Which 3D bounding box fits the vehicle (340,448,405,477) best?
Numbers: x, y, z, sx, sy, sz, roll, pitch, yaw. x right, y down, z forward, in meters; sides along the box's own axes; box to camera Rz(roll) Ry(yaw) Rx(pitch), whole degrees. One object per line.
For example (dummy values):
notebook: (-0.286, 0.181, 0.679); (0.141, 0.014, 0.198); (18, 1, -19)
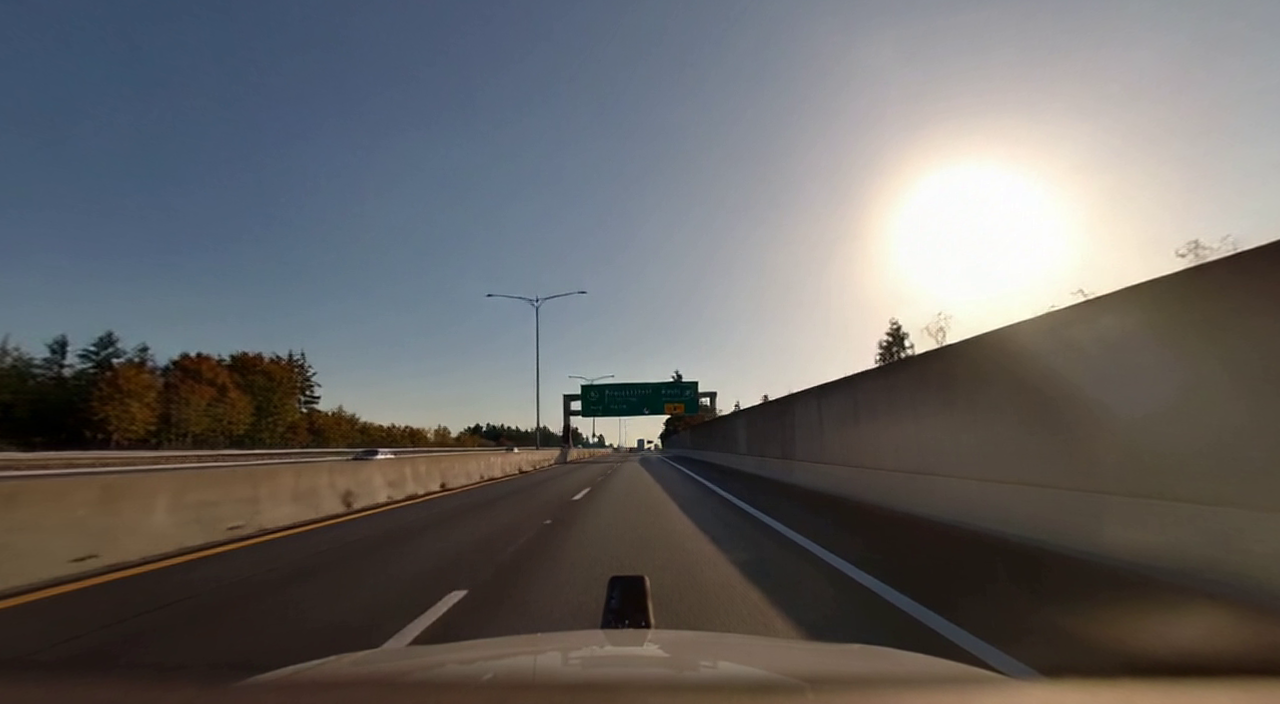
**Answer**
vehicle: (-15.375, 6.334, 36.354); (1.830, 1.492, 4.277); (0, -8, 1)
